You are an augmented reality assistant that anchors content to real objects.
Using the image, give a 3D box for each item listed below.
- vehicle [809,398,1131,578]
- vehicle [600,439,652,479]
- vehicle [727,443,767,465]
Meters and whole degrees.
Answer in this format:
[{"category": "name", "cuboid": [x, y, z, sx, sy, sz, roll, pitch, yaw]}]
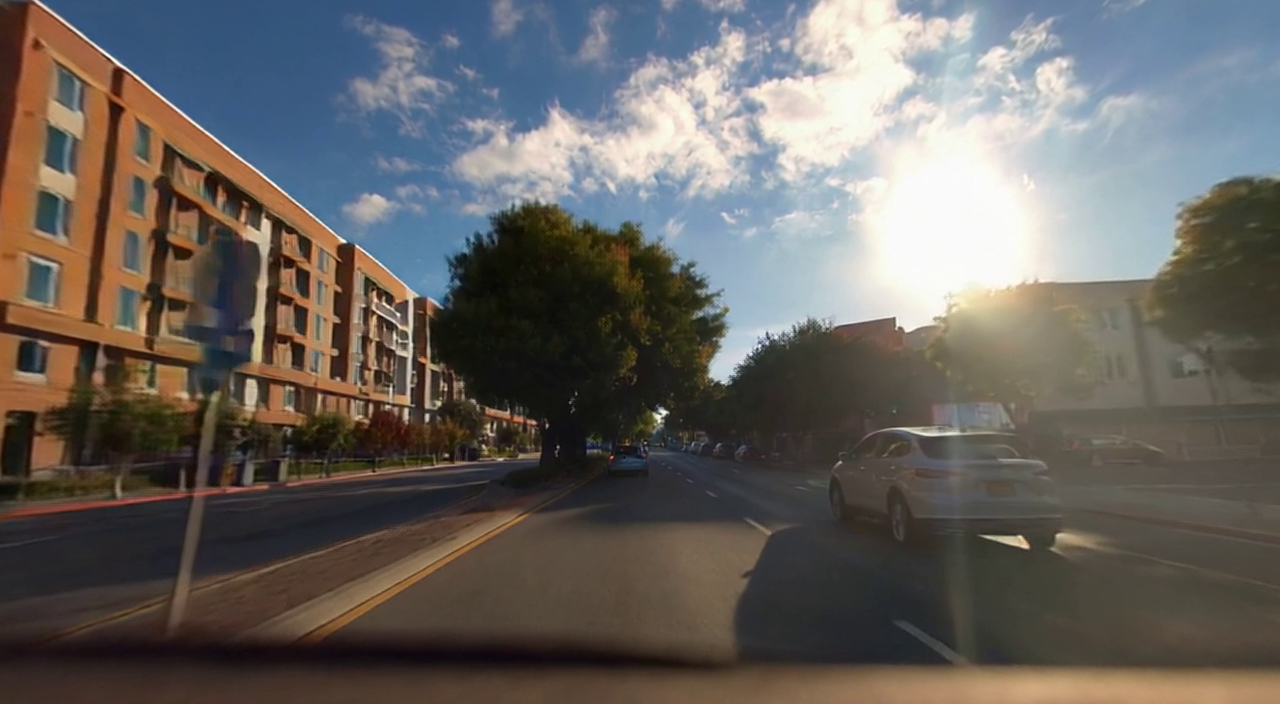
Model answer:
[{"category": "vehicle", "cuboid": [3.770, 1.625, 8.243, 1.949, 1.723, 4.020, 0, -8, -1]}, {"category": "vehicle", "cuboid": [-0.513, 4.359, 25.963, 2.006, 1.487, 3.535, -1, -8, 1]}, {"category": "vehicle", "cuboid": [7.733, 7.437, 46.056, 1.962, 1.484, 4.644, 0, -8, -1]}]
